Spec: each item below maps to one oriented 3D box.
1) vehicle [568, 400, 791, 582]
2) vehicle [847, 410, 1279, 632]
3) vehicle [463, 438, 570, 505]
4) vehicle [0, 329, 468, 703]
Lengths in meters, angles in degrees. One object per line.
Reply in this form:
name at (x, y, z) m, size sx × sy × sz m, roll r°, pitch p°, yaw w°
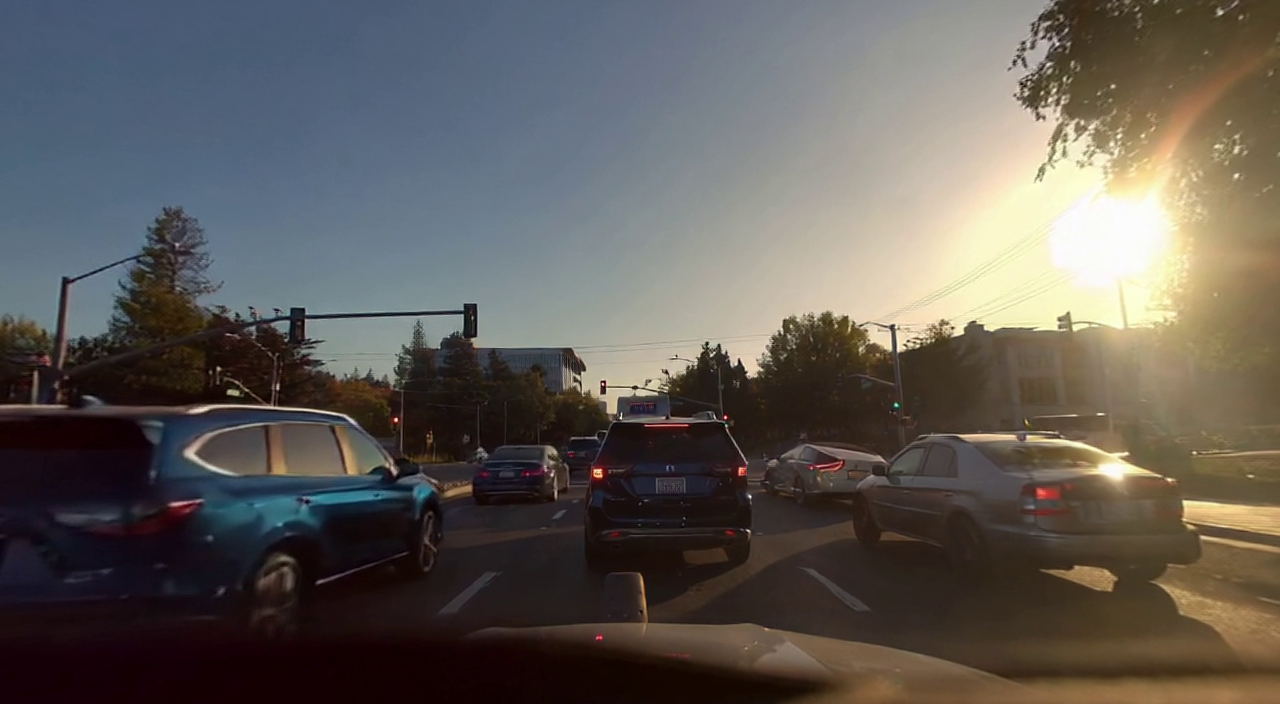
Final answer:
vehicle at (0.387, 1.679, 8.406) m, size 2.172 × 1.764 × 4.338 m, roll 0°, pitch -8°, yaw 0°
vehicle at (3.897, 1.526, 6.654) m, size 1.954 × 1.592 × 3.992 m, roll 0°, pitch -8°, yaw -2°
vehicle at (-3.044, 3.033, 16.486) m, size 1.876 × 1.497 × 4.308 m, roll 0°, pitch -8°, yaw 0°
vehicle at (-3.118, 1.164, 5.060) m, size 2.054 × 1.814 × 4.941 m, roll 0°, pitch -8°, yaw 0°
